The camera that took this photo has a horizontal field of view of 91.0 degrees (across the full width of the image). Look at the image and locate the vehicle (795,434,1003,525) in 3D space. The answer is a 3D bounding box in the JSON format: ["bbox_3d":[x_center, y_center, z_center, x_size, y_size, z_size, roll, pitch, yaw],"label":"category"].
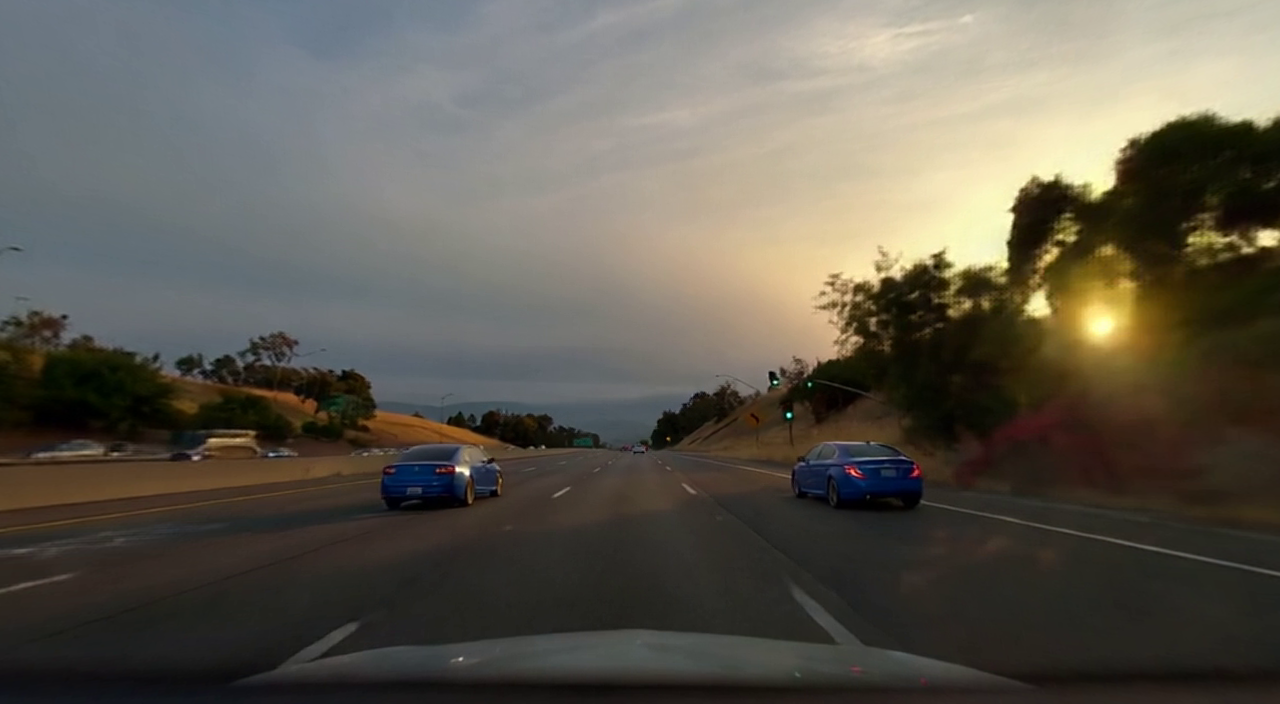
[{"bbox_3d":[4.867,2.463,12.804,2.049,1.481,4.774,0,-9,-2],"label":"vehicle"}]

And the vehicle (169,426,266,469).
[{"bbox_3d":[-28.707,6.549,43.069,2.444,2.704,5.872,0,-9,0],"label":"vehicle"}]

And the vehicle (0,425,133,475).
[{"bbox_3d":[-36.635,6.276,40.375,2.591,2.943,6.617,0,-9,0],"label":"vehicle"}]

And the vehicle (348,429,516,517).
[{"bbox_3d":[-4.084,2.460,13.292,1.987,1.516,4.478,0,-9,1],"label":"vehicle"}]

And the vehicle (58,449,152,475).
[{"bbox_3d":[-32.804,6.709,38.771,1.813,1.467,4.567,0,-9,-1],"label":"vehicle"}]
